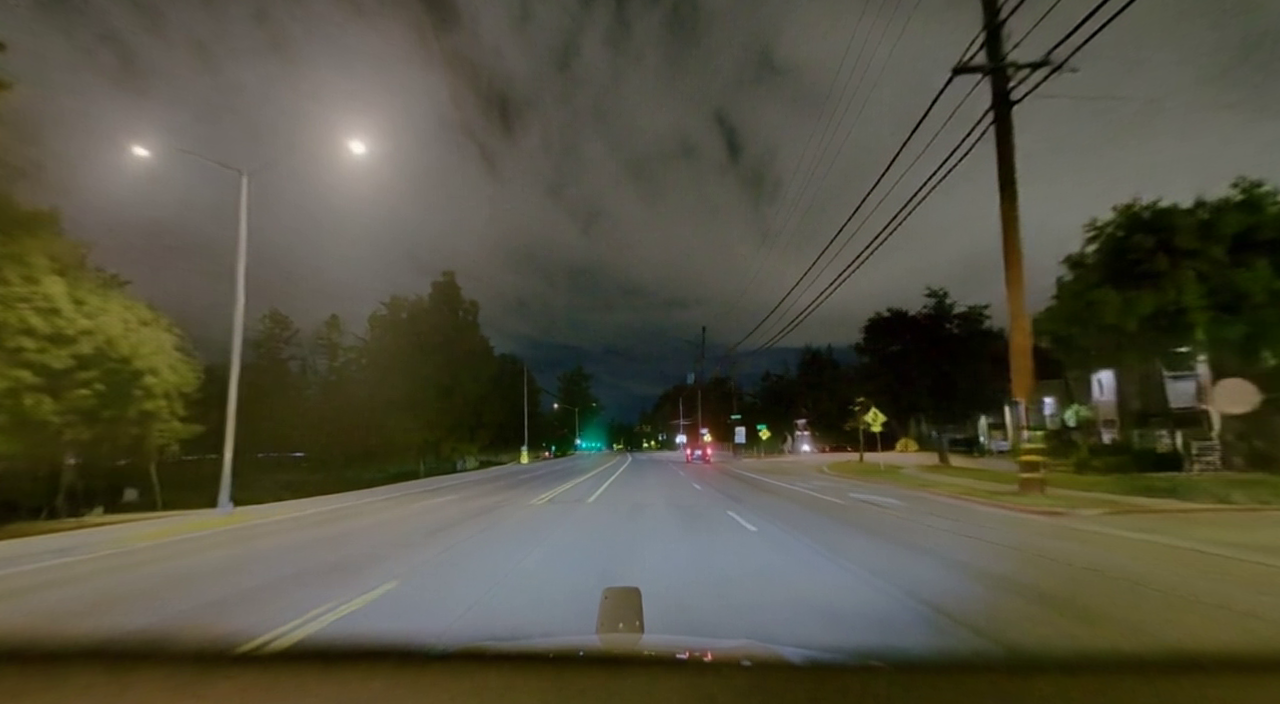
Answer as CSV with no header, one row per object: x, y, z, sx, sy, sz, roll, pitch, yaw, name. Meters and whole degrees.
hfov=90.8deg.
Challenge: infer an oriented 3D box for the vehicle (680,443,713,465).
3.928,7.217,44.681,2.015,1.467,4.117,0,-9,0,vehicle
